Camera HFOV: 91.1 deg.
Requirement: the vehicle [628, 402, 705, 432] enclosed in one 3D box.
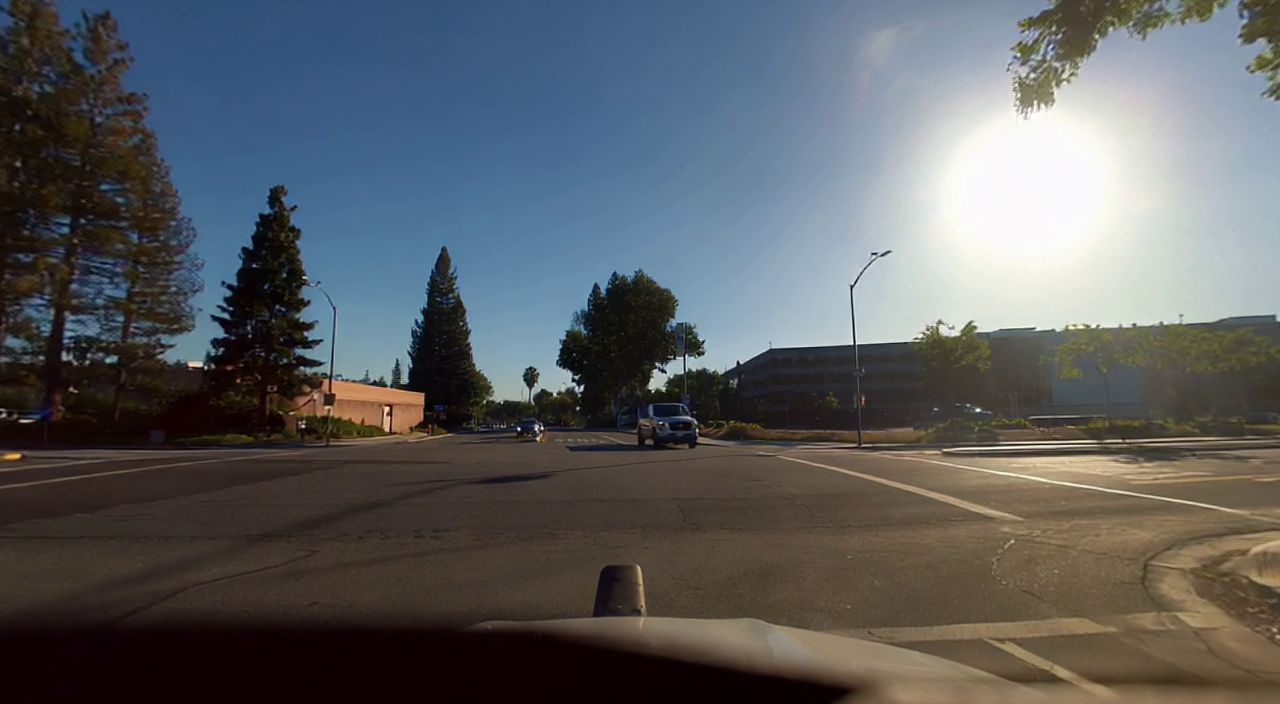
[{"bbox_3d":[1.775,4.691,44.426,2.435,1.858,5.585,6,-11,-38],"label":"vehicle"}]
